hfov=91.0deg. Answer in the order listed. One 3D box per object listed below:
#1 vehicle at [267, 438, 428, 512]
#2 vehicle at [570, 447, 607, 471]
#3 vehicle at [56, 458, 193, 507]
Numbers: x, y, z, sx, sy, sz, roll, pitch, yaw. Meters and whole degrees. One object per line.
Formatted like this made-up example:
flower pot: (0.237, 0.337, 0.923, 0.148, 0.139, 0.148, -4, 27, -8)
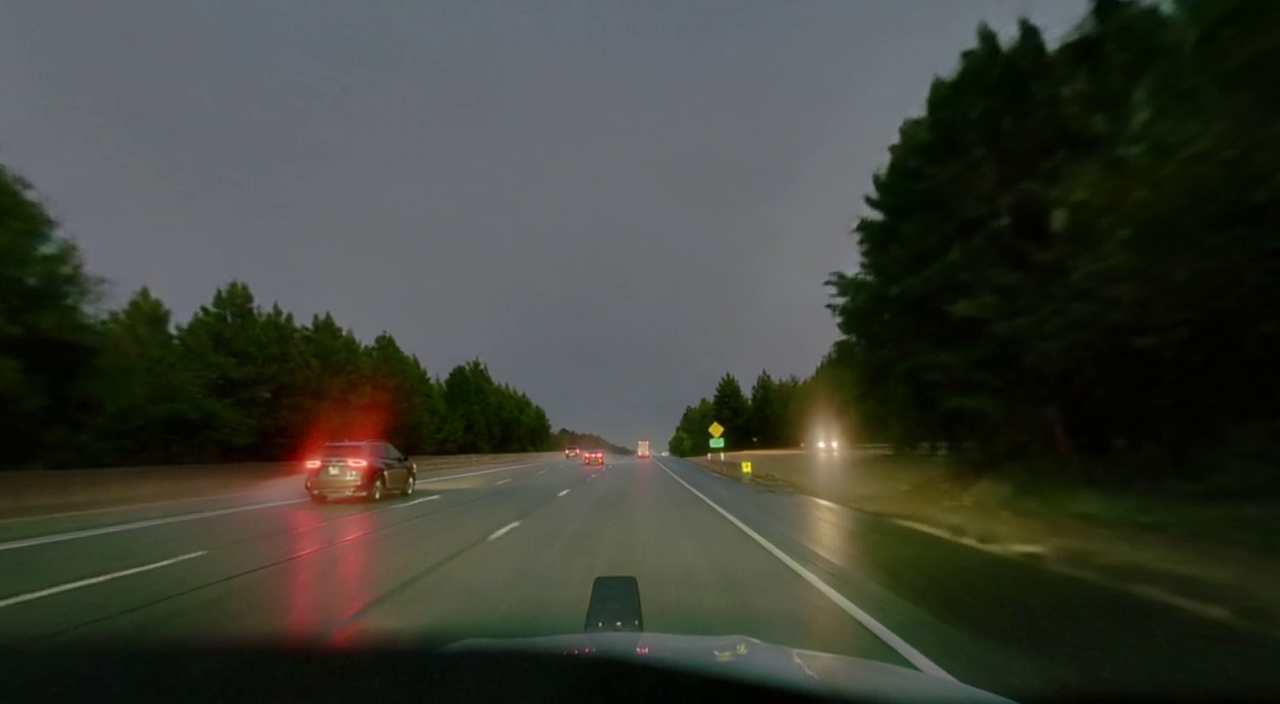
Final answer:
vehicle: (-7.171, 3.031, 16.014, 2.007, 1.616, 4.141, 0, -9, 1)
vehicle: (-3.549, 7.506, 44.277, 2.104, 1.558, 4.639, 0, -9, 1)
vehicle: (-36.250, 9.126, 44.815, 2.859, 2.937, 8.071, 0, -9, 0)
